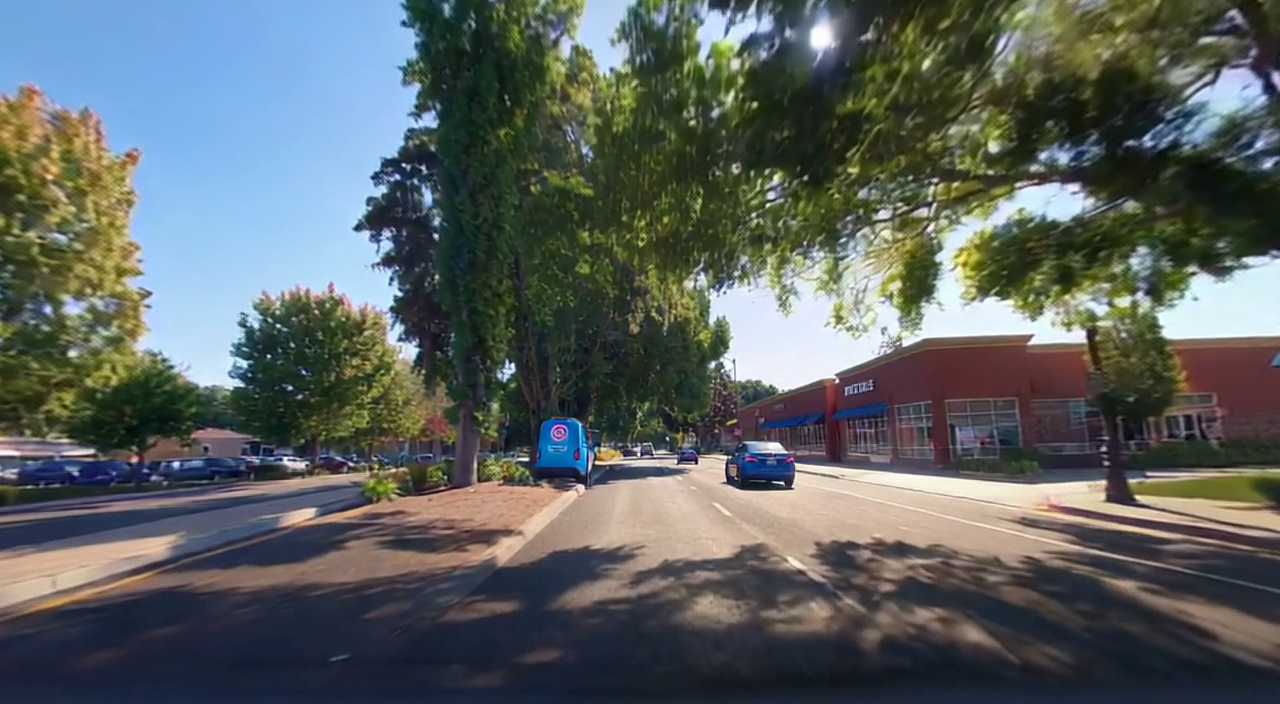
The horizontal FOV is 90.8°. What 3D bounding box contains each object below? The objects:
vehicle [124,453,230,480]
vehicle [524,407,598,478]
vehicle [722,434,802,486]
[{"bbox_3d":[-31.901,7.899,43.823,5.692,1.725,2.144,5,-10,-33],"label":"vehicle"},{"bbox_3d":[-3.311,4.015,27.854,2.443,2.784,5.862,0,-9,1],"label":"vehicle"},{"bbox_3d":[4.234,3.818,22.618,1.869,1.646,4.166,0,-9,-2],"label":"vehicle"}]
